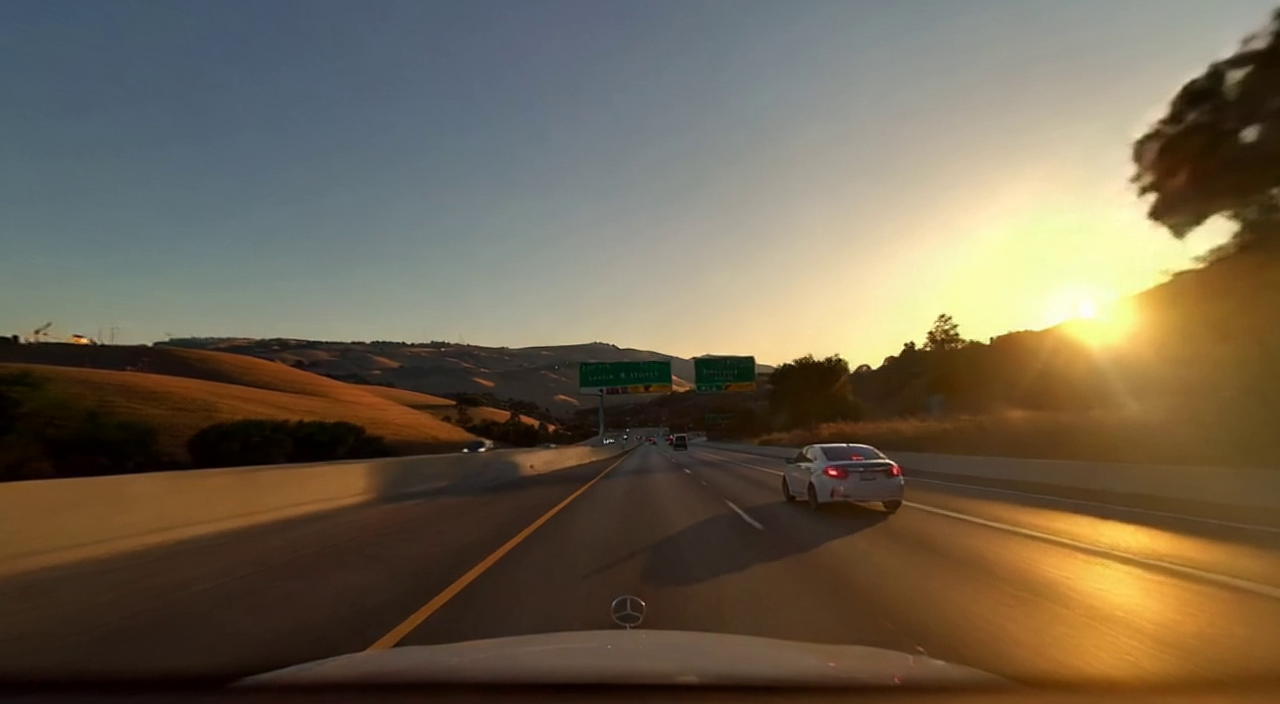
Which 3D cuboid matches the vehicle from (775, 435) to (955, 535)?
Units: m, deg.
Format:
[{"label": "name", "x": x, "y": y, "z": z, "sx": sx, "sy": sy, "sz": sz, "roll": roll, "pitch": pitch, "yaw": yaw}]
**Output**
[{"label": "vehicle", "x": 3.655, "y": 2.191, "z": 11.015, "sx": 1.683, "sy": 1.400, "sz": 3.868, "roll": 0, "pitch": -8, "yaw": -1}]
